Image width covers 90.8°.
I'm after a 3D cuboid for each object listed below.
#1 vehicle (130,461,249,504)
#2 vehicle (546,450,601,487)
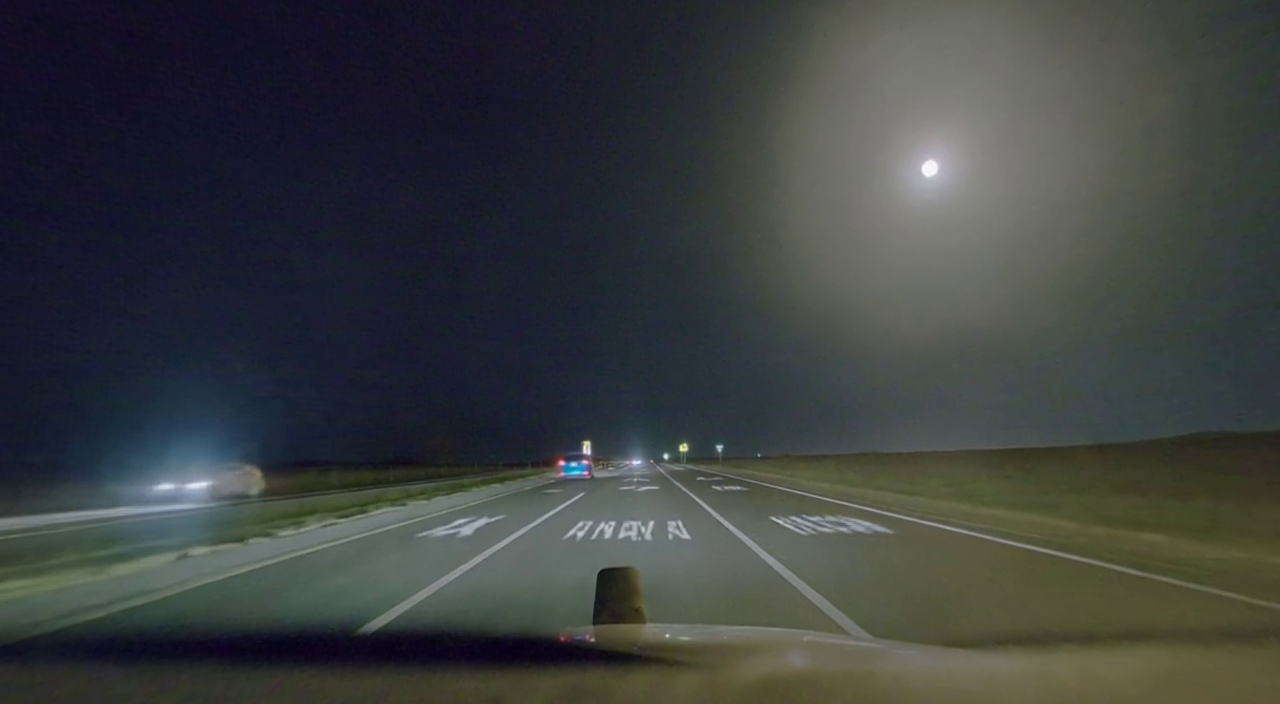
[{"bbox_3d":[-16.944,4.908,23.967,1.719,1.419,3.715,0,-9,1],"label":"vehicle"},{"bbox_3d":[-3.133,5.618,30.671,2.053,1.647,4.252,-1,-9,2],"label":"vehicle"}]
